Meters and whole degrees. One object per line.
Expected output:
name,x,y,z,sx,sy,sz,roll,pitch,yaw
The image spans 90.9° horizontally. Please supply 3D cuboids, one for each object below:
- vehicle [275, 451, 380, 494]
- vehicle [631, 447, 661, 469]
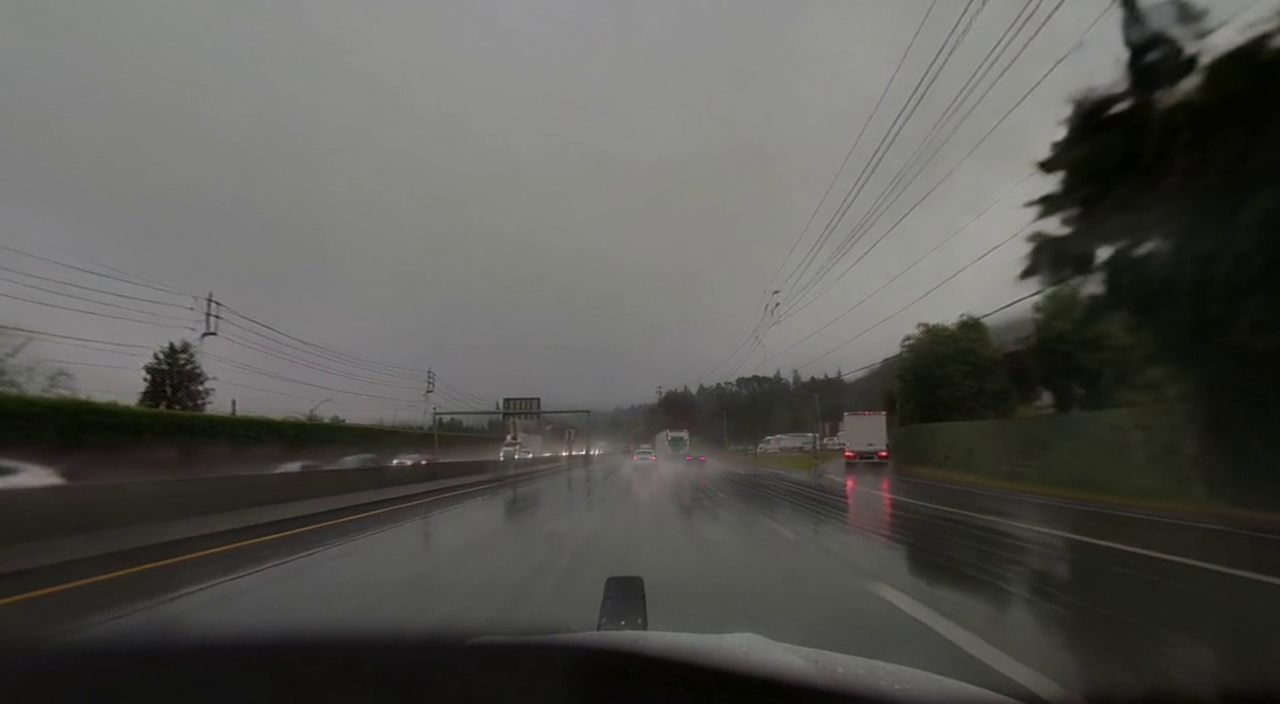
vehicle,-11.980,4.603,24.525,1.871,1.480,4.270,0,-9,0
vehicle,0.458,7.817,46.606,2.111,1.599,3.859,0,-9,0
